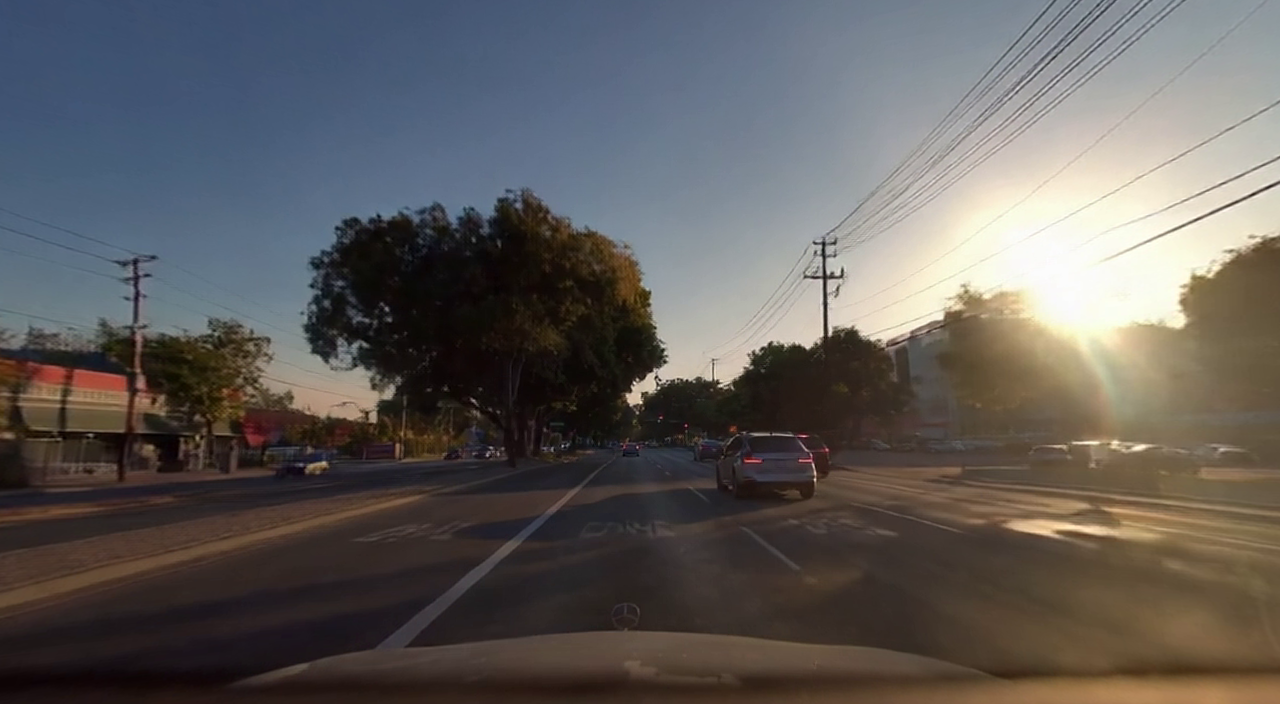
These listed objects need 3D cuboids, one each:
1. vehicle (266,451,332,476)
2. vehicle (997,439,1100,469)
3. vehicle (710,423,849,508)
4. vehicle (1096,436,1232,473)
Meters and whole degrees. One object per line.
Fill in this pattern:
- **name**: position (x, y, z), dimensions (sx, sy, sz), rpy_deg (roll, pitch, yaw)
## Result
- **vehicle**: position (-23.642, 7.708, 44.045), dimensions (1.985, 1.511, 4.772), rpy_deg (-1, -8, 0)
- **vehicle**: position (24.827, 6.206, 38.539), dimensions (4.798, 1.699, 2.039), rpy_deg (0, -8, 1)
- **vehicle**: position (3.065, 2.599, 14.920), dimensions (2.128, 1.699, 4.222), rpy_deg (0, -8, -3)
- **vehicle**: position (24.573, 4.815, 29.752), dimensions (4.599, 1.647, 1.924), rpy_deg (0, -8, 1)
